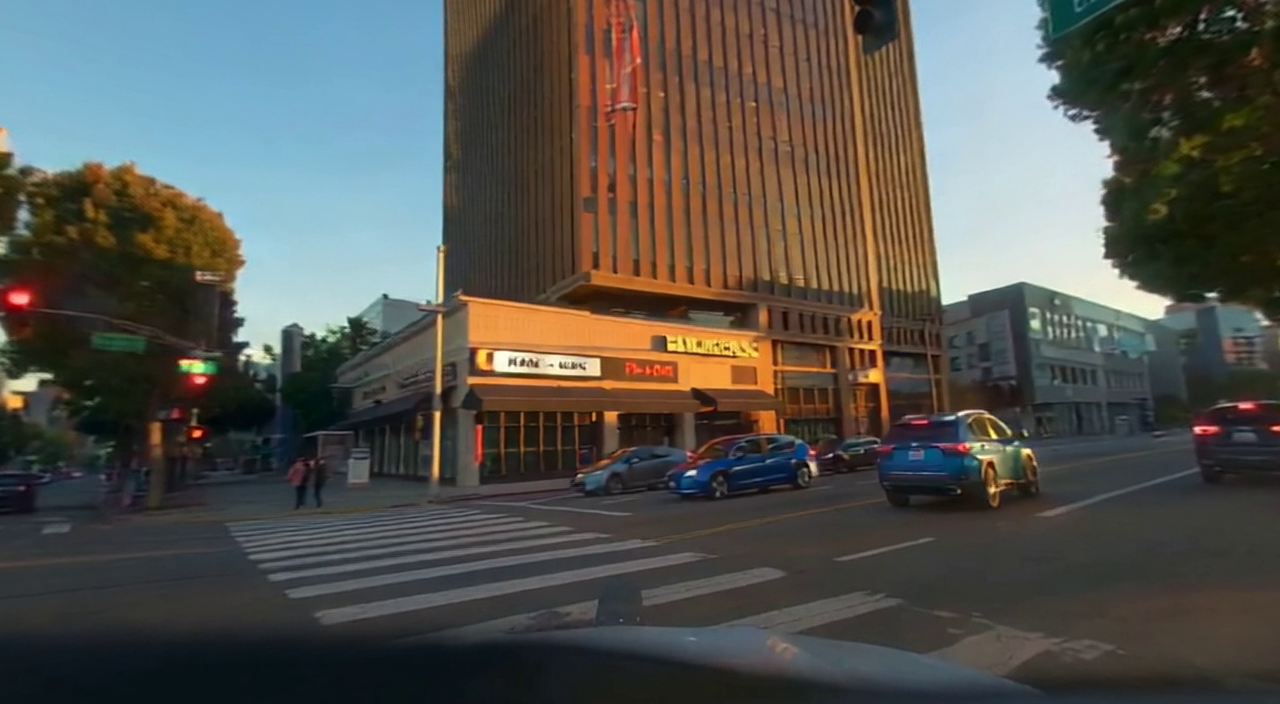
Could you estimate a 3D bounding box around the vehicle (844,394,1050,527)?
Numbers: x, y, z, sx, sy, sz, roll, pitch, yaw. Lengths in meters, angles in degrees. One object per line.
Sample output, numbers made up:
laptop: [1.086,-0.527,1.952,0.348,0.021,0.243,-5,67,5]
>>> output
vehicle: [5.203,1.754,10.433,2.023,1.702,4.152,-7,-12,39]

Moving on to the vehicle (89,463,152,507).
vehicle: [-22.537,5.723,27.455,1.920,1.605,4.091,3,-10,-39]

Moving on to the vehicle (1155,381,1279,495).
vehicle: [12.639,1.742,12.839,4.796,1.953,2.352,6,-11,-40]

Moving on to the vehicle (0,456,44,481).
vehicle: [-41.369,7.677,41.916,2.097,1.508,4.202,7,-11,-37]

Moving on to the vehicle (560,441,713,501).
vehicle: [-0.034,3.376,18.165,4.021,1.508,1.989,8,-12,-39]

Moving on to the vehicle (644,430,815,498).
vehicle: [2.413,2.880,16.456,4.504,1.507,1.857,8,-12,-40]
